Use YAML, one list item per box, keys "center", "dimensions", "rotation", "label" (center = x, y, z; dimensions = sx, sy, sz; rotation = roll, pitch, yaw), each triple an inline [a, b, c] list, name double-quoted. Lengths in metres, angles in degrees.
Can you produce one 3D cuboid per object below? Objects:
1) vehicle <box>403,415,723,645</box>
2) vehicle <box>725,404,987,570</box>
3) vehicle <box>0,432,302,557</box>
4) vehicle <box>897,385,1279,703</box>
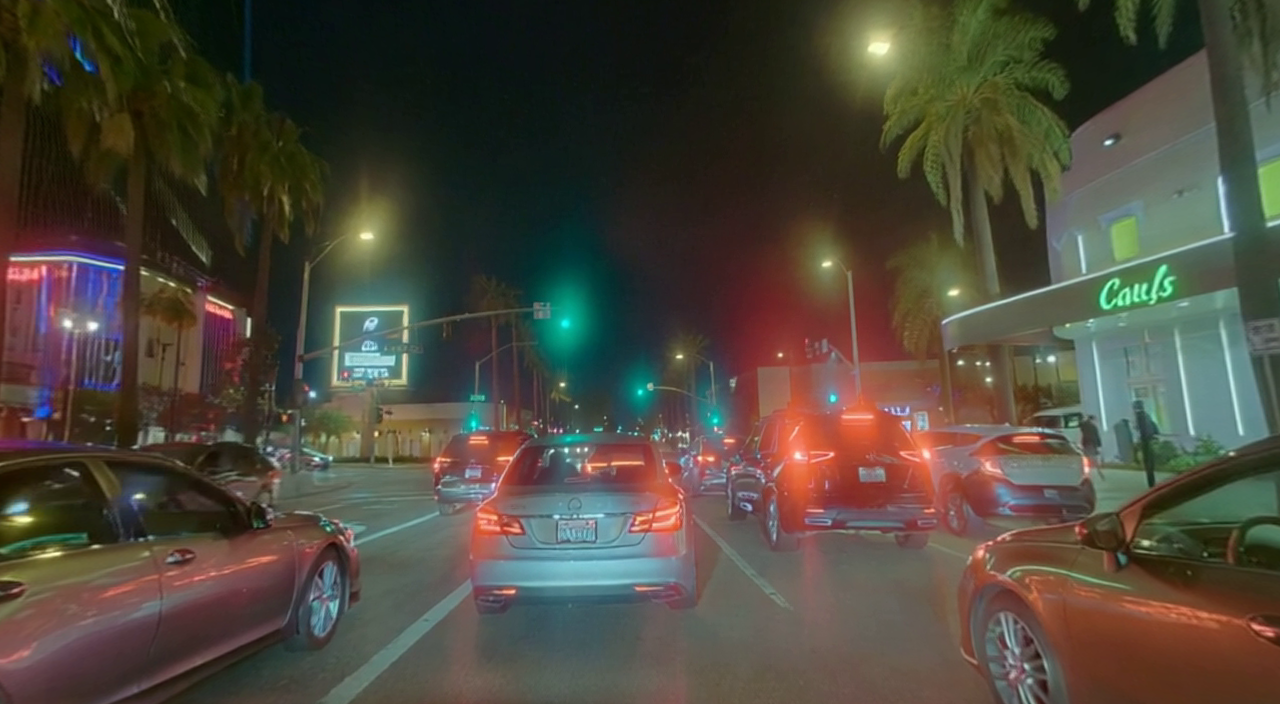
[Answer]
- center: [-0.525, 1.474, 6.257]
  dimensions: [2.096, 1.492, 4.071]
  rotation: [0, -9, -1]
  label: "vehicle"
- center: [2.633, 1.785, 9.096]
  dimensions: [2.096, 1.775, 4.440]
  rotation: [0, -9, -1]
  label: "vehicle"
- center: [-7.362, 2.050, 9.839]
  dimensions: [1.945, 1.494, 4.252]
  rotation: [0, -9, -2]
  label: "vehicle"
- center: [2.619, 0.817, 1.523]
  dimensions: [2.085, 1.469, 4.458]
  rotation: [0, -9, 0]
  label: "vehicle"
